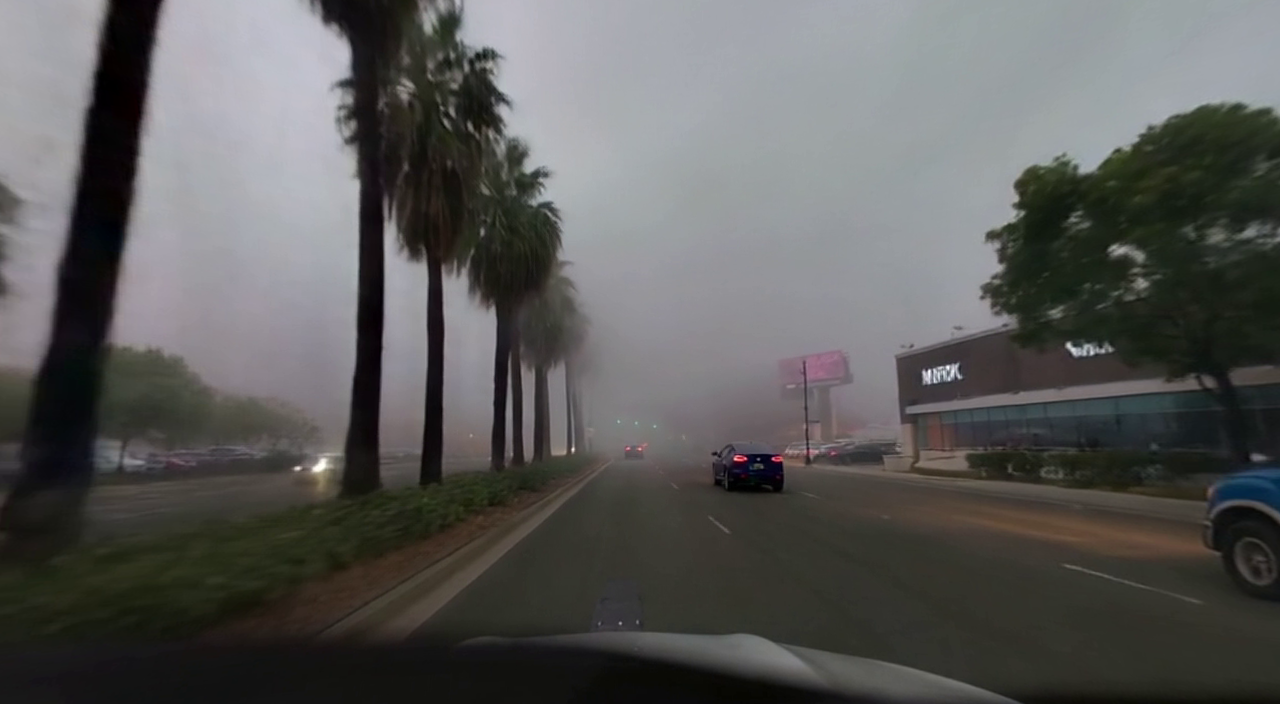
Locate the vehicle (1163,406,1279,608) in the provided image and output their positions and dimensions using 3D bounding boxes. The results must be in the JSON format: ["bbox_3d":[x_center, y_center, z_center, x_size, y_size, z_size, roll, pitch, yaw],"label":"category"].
[{"bbox_3d":[6.237,0.995,3.404,2.140,1.606,5.437,0,-8,-1],"label":"vehicle"}]

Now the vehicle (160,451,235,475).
[{"bbox_3d":[-31.844,7.948,45.498,4.210,1.549,1.855,7,-11,-39],"label":"vehicle"}]

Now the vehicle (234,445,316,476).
[{"bbox_3d":[-24.353,7.219,42.467,2.112,1.821,5.960,-2,-8,-2],"label":"vehicle"}]

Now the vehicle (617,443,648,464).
[{"bbox_3d":[-0.593,7.642,47.576,2.258,1.468,4.076,0,-8,-2],"label":"vehicle"}]

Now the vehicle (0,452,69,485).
[{"bbox_3d":[-32.775,6.079,32.924,4.220,1.614,1.876,8,-12,-43],"label":"vehicle"}]

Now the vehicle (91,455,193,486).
[{"bbox_3d":[-27.567,6.532,35.182,1.816,1.498,4.698,0,-8,0],"label":"vehicle"}]

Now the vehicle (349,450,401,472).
[{"bbox_3d":[-19.507,8.025,46.764,1.983,1.492,4.904,-1,-8,-3],"label":"vehicle"}]

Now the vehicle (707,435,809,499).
[{"bbox_3d":[3.144,3.156,17.776,1.889,1.541,4.303,0,-8,-2],"label":"vehicle"}]
